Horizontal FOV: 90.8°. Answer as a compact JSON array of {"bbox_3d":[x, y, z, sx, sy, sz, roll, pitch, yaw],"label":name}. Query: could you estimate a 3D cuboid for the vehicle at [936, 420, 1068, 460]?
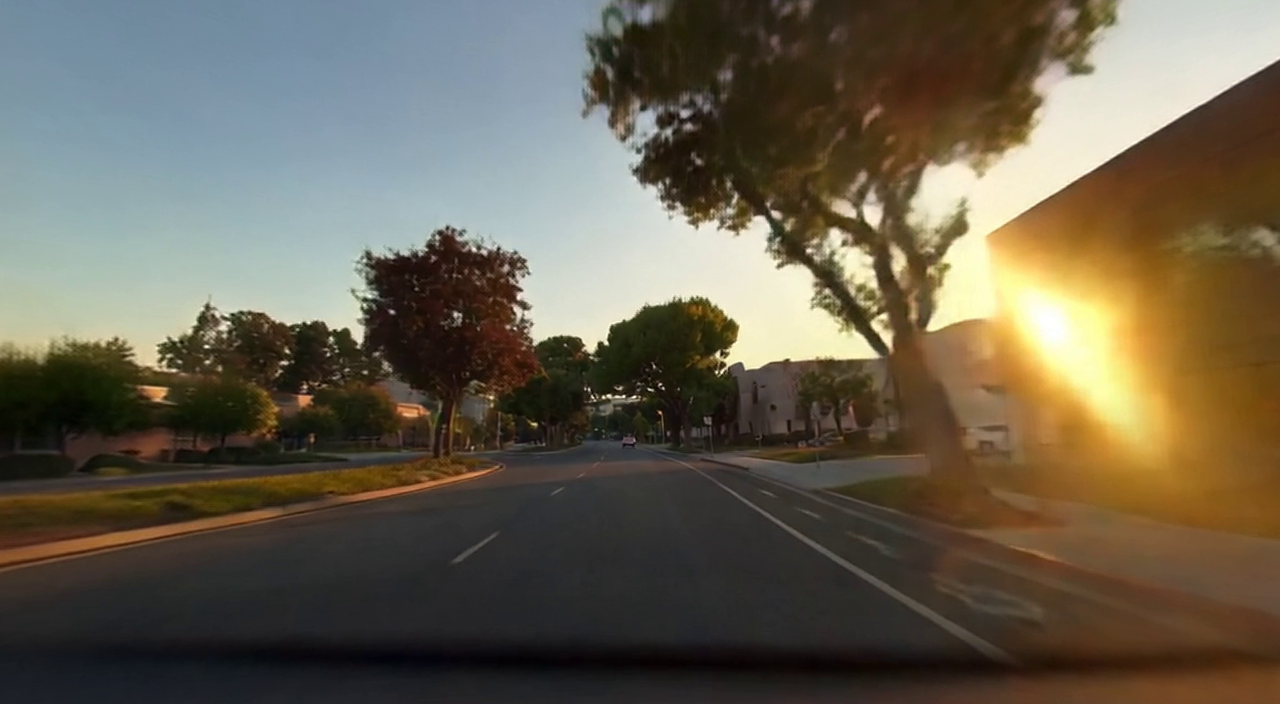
[{"bbox_3d":[14.867,3.678,26.128,4.198,1.561,1.937,0,-10,1],"label":"vehicle"}]
